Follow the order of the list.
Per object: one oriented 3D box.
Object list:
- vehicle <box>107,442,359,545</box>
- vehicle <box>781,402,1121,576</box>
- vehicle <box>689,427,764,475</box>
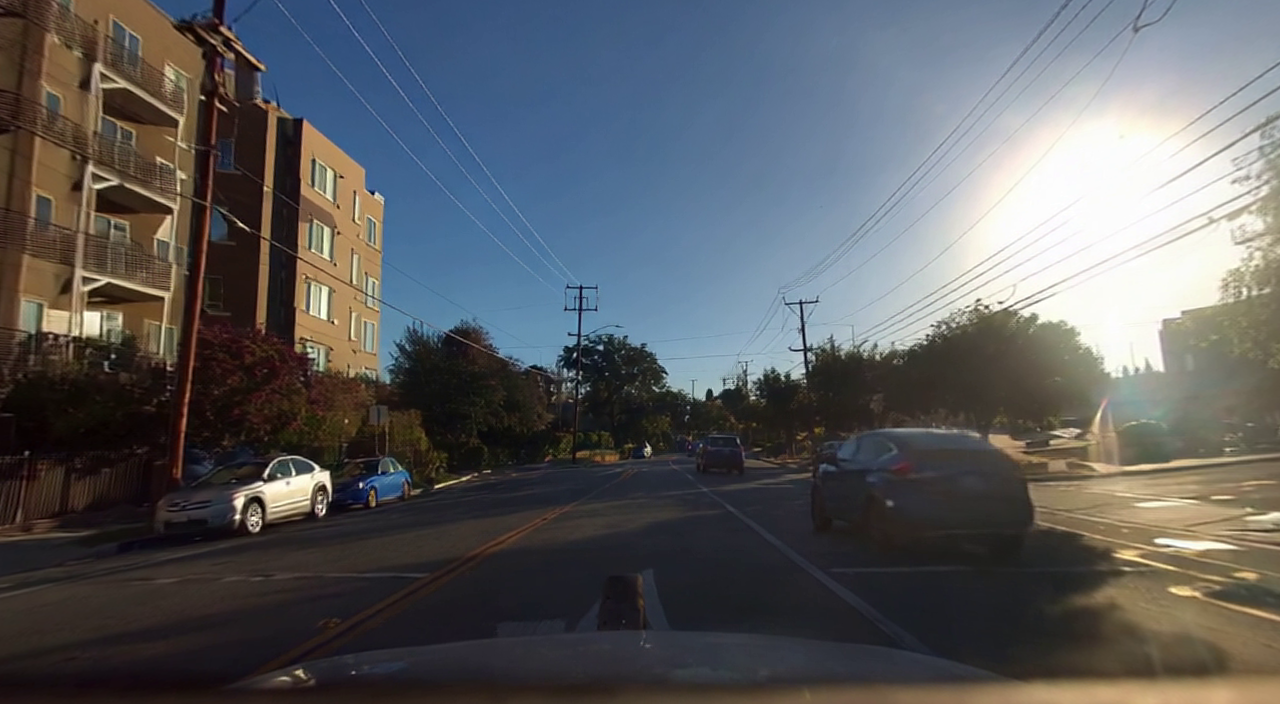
[{"bbox_3d":[-8.431,2.916,13.767,2.381,1.825,4.652,0,-8,0],"label":"vehicle"},{"bbox_3d":[3.658,1.724,8.750,2.306,1.719,4.805,0,-8,1],"label":"vehicle"},{"bbox_3d":[3.583,4.245,27.139,2.368,1.840,4.896,0,-8,-2],"label":"vehicle"}]
